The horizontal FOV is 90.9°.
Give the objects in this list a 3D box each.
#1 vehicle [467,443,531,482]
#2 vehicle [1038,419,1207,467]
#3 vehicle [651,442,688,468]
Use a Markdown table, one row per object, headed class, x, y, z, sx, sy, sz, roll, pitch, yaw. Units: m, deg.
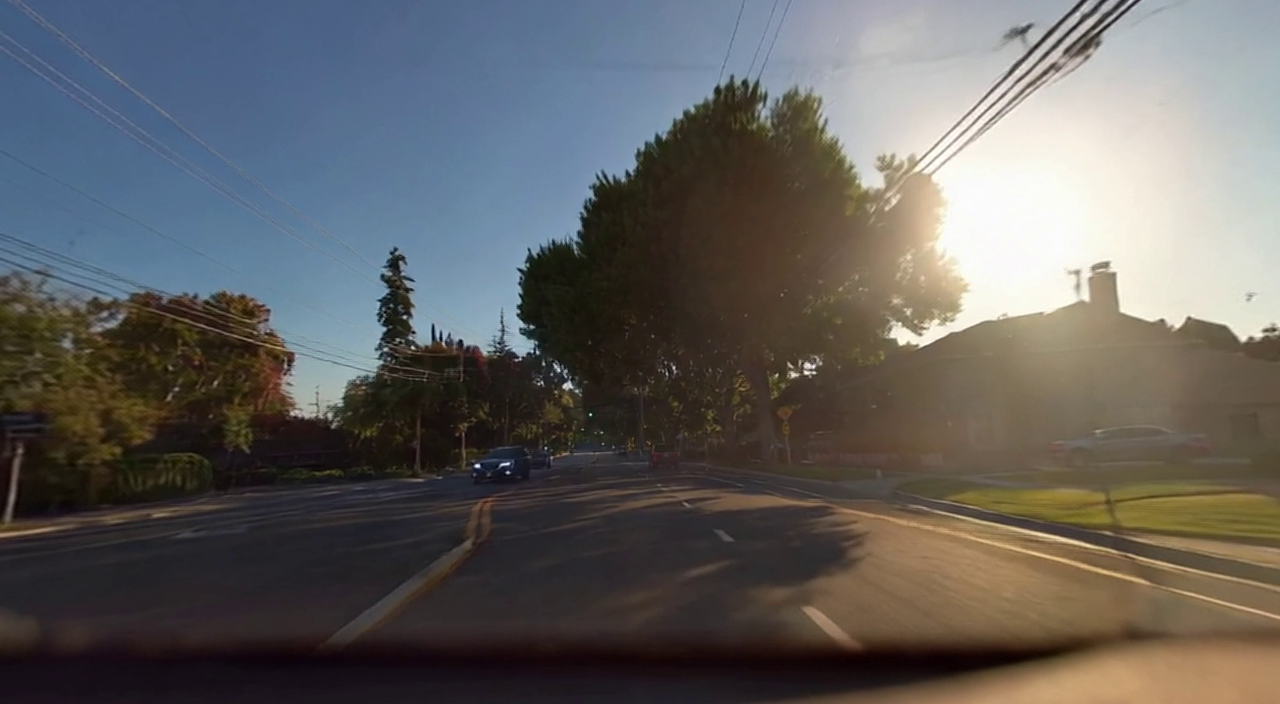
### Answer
| class | x | y | z | sx | sy | sz | roll | pitch | yaw |
| --- | --- | --- | --- | --- | --- | --- | --- | --- | --- |
| vehicle | -6.905 | 5.448 | 31.391 | 2.127 | 1.725 | 4.366 | -2 | -9 | 1 |
| vehicle | 18.077 | 3.502 | 24.001 | 4.766 | 1.493 | 2.076 | -9 | -11 | 31 |
| vehicle | 2.105 | 7.675 | 47.036 | 2.144 | 1.843 | 4.827 | 1 | -9 | -5 |
